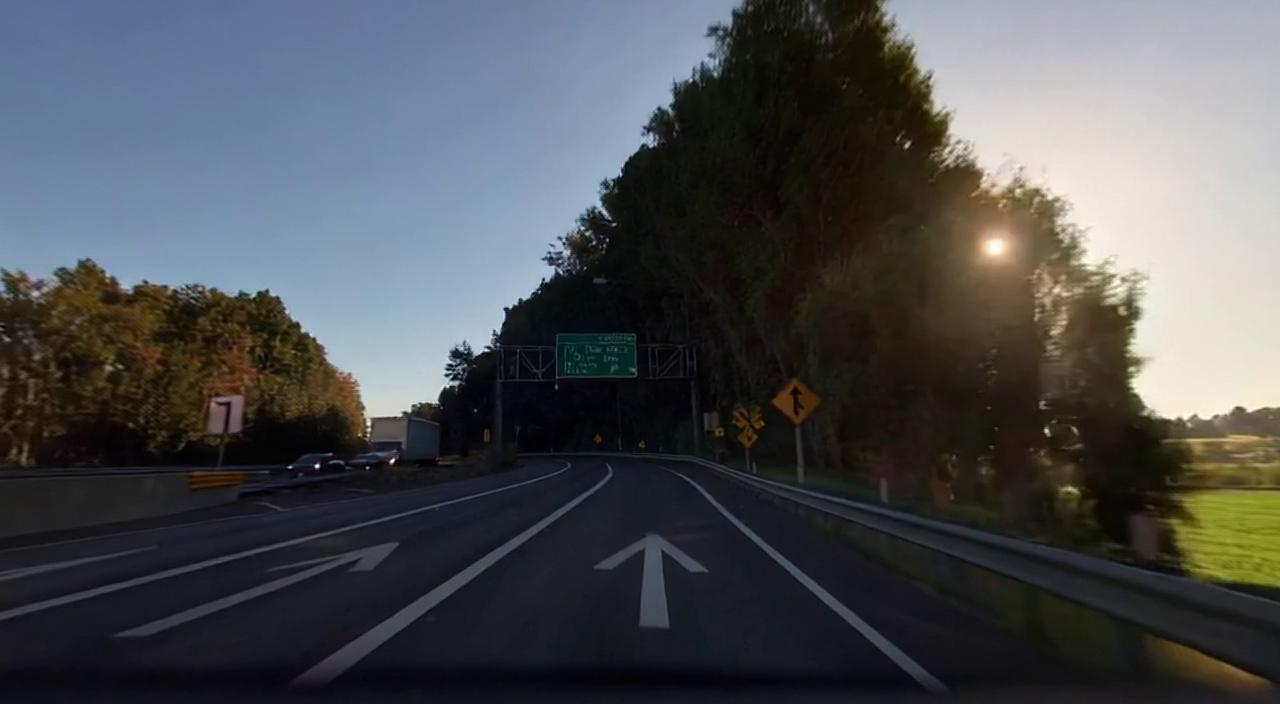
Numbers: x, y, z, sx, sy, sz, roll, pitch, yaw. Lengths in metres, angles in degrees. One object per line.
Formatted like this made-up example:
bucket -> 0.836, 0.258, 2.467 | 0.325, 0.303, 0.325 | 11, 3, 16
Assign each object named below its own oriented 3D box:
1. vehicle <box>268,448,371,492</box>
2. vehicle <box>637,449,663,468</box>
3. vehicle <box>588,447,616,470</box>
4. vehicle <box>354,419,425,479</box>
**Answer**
vehicle -> -14.124, 5.207, 28.158 | 2.144, 1.764, 4.730 | 0, -9, 0
vehicle -> 0.842, 8.400, 49.914 | 1.807, 1.427, 3.645 | -1, -9, 5
vehicle -> -2.991, 8.417, 49.989 | 2.021, 1.727, 4.225 | 0, -9, -1
vehicle -> -16.706, 6.454, 41.645 | 3.061, 3.490, 8.999 | 5, -10, -28
